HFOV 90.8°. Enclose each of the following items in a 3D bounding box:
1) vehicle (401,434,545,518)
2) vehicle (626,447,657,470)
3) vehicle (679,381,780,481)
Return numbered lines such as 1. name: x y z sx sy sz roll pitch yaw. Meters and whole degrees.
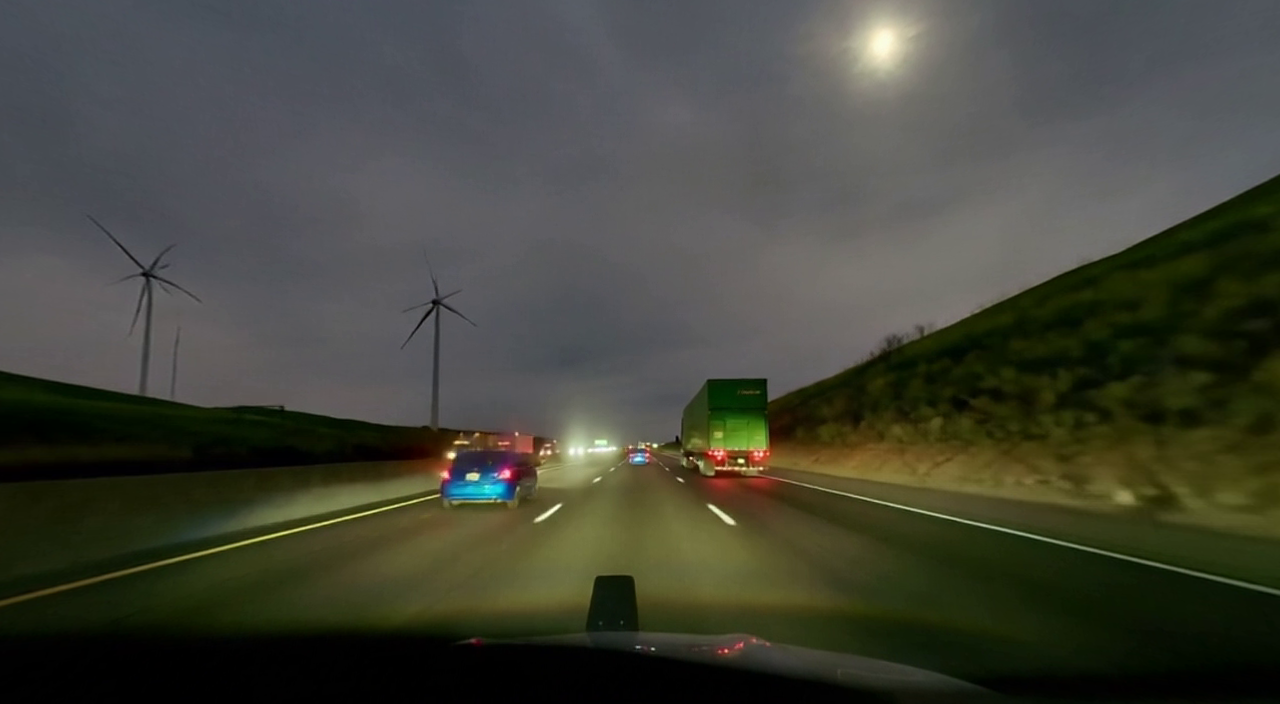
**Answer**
1. vehicle: -3.371 2.589 13.631 1.952 1.521 4.095 0 -9 0
2. vehicle: 0.074 7.037 41.829 1.931 1.453 3.695 0 -9 -1
3. vehicle: 3.999 4.198 32.179 2.947 3.989 13.568 0 -9 -1
